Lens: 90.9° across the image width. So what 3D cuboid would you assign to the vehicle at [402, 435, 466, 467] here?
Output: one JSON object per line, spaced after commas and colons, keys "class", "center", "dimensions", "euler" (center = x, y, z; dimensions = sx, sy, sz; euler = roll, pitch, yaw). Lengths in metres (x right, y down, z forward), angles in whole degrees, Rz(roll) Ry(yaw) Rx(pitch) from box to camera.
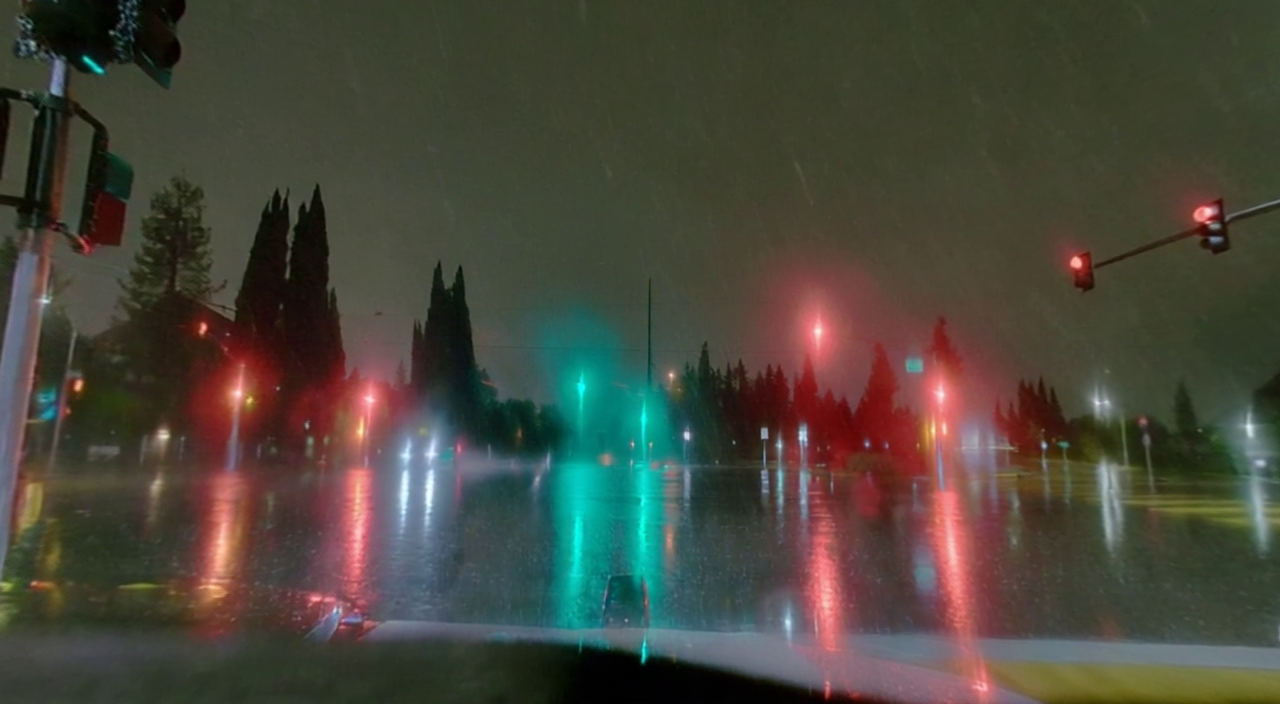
{"class": "vehicle", "center": [-12.650, 6.122, 39.030], "dimensions": [2.238, 1.827, 5.007], "euler": [0, -8, 0]}
